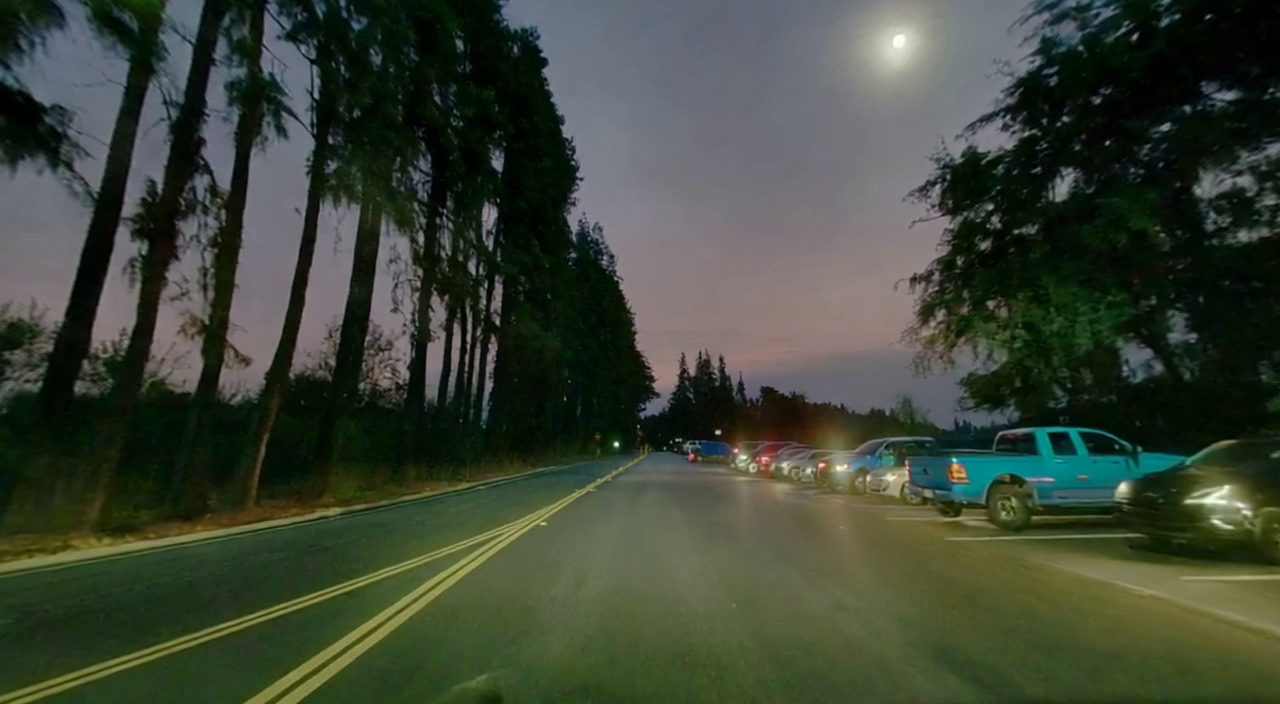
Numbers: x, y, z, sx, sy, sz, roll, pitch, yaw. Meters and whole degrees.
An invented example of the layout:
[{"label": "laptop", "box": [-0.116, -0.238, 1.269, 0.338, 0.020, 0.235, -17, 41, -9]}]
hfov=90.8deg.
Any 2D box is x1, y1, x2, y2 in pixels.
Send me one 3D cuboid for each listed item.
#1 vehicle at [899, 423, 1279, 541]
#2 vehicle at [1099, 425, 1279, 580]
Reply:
[{"label": "vehicle", "box": [7.584, 2.192, 11.059, 5.072, 1.802, 2.236, 0, -8, -3]}, {"label": "vehicle", "box": [8.772, 1.861, 8.311, 3.853, 1.732, 2.049, 0, -8, -3]}]
